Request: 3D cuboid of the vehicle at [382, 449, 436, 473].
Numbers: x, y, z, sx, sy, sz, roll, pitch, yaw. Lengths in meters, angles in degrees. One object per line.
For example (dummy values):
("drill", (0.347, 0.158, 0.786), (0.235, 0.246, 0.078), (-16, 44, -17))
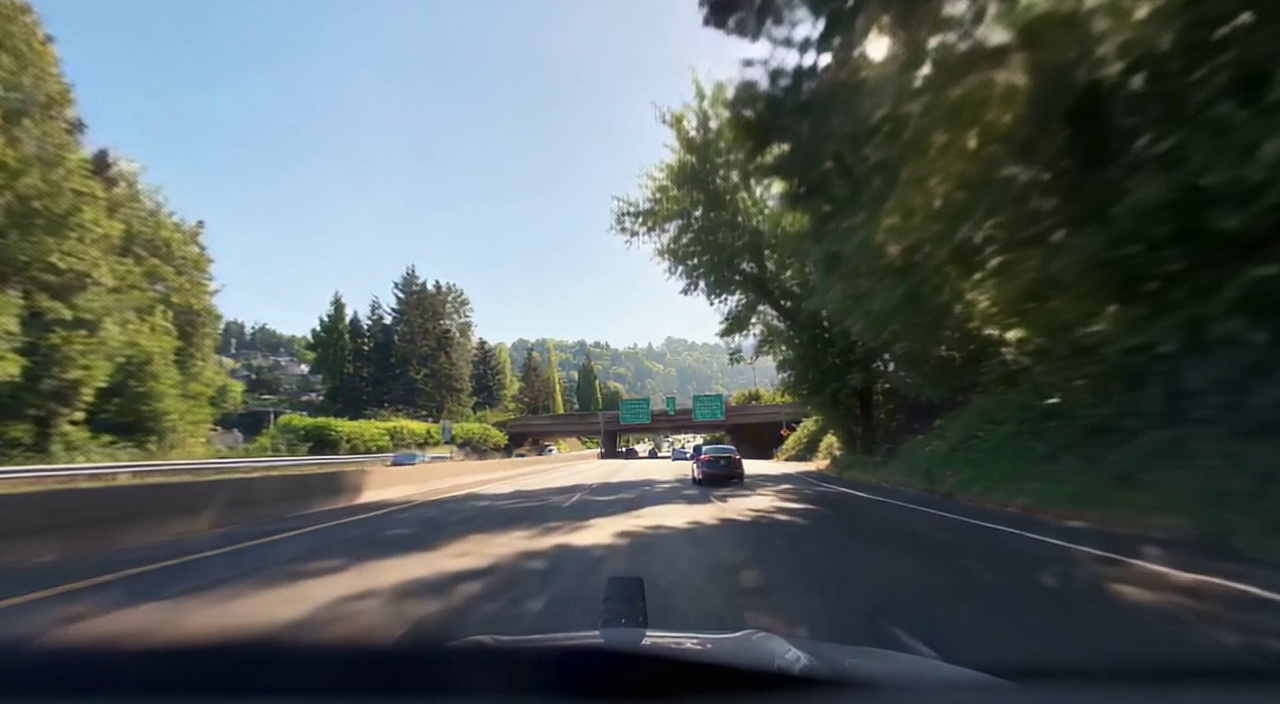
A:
("vehicle", (-16.197, 7.641, 44.405), (2.014, 1.616, 4.329), (0, -9, 2))
